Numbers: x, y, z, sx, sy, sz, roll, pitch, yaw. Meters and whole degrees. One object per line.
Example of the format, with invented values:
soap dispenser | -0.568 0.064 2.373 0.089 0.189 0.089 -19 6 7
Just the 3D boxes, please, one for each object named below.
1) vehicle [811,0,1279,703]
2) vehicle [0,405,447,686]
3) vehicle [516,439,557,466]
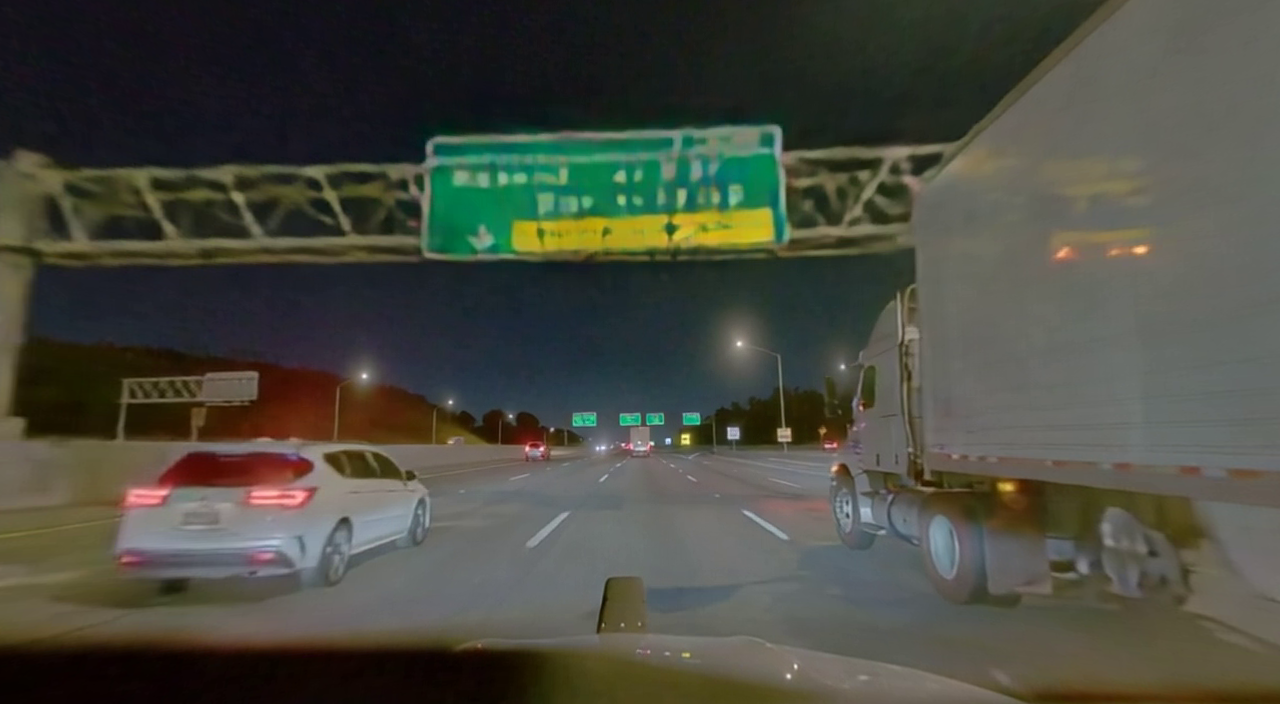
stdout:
vehicle | 3.773 0.091 2.824 3.049 3.395 10.595 0 -9 0
vehicle | -3.728 1.433 5.984 2.143 1.529 4.918 0 -9 1
vehicle | -6.890 6.731 42.233 1.980 1.666 4.562 0 -9 1
